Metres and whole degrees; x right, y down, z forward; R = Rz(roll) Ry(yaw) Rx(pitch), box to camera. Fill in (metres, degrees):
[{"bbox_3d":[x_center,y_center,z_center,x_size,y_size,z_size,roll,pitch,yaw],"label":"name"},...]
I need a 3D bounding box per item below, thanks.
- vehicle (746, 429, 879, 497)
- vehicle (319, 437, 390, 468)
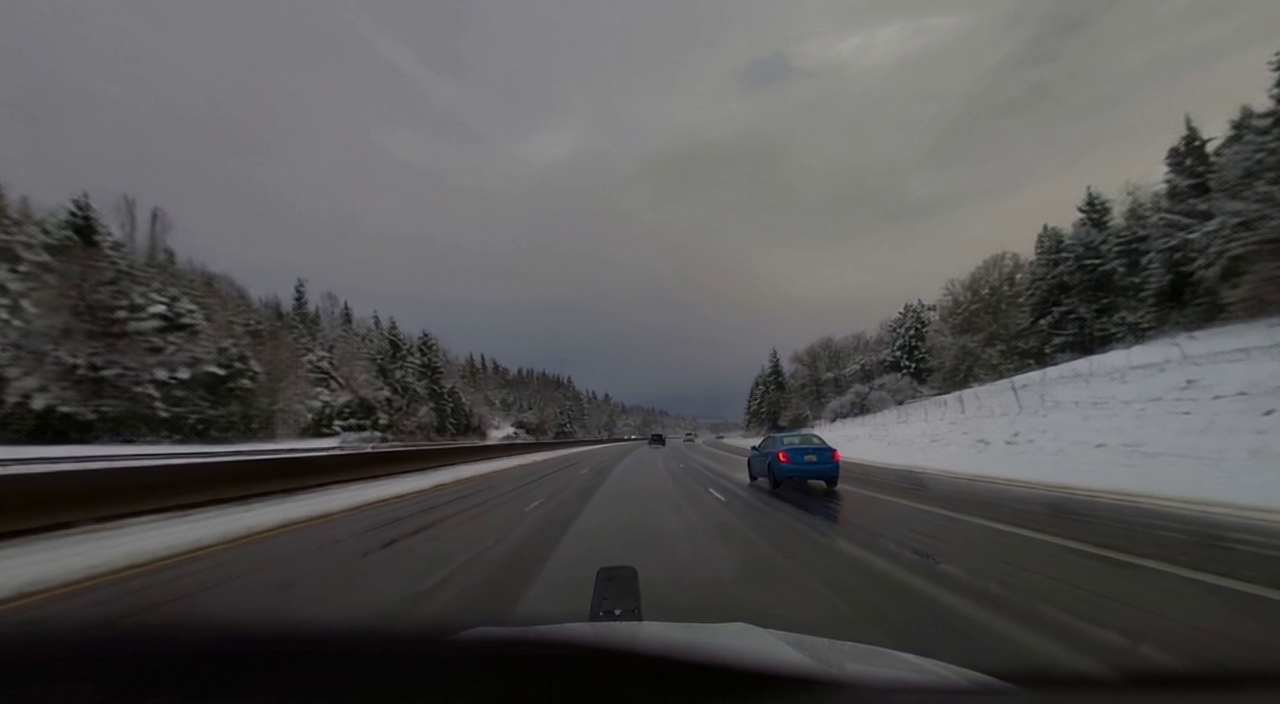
[{"bbox_3d":[4.090,2.690,15.733,1.982,1.452,4.294,0,-8,-2],"label":"vehicle"},{"bbox_3d":[-15.847,5.566,35.160,1.900,1.622,4.292,0,-8,1],"label":"vehicle"}]
